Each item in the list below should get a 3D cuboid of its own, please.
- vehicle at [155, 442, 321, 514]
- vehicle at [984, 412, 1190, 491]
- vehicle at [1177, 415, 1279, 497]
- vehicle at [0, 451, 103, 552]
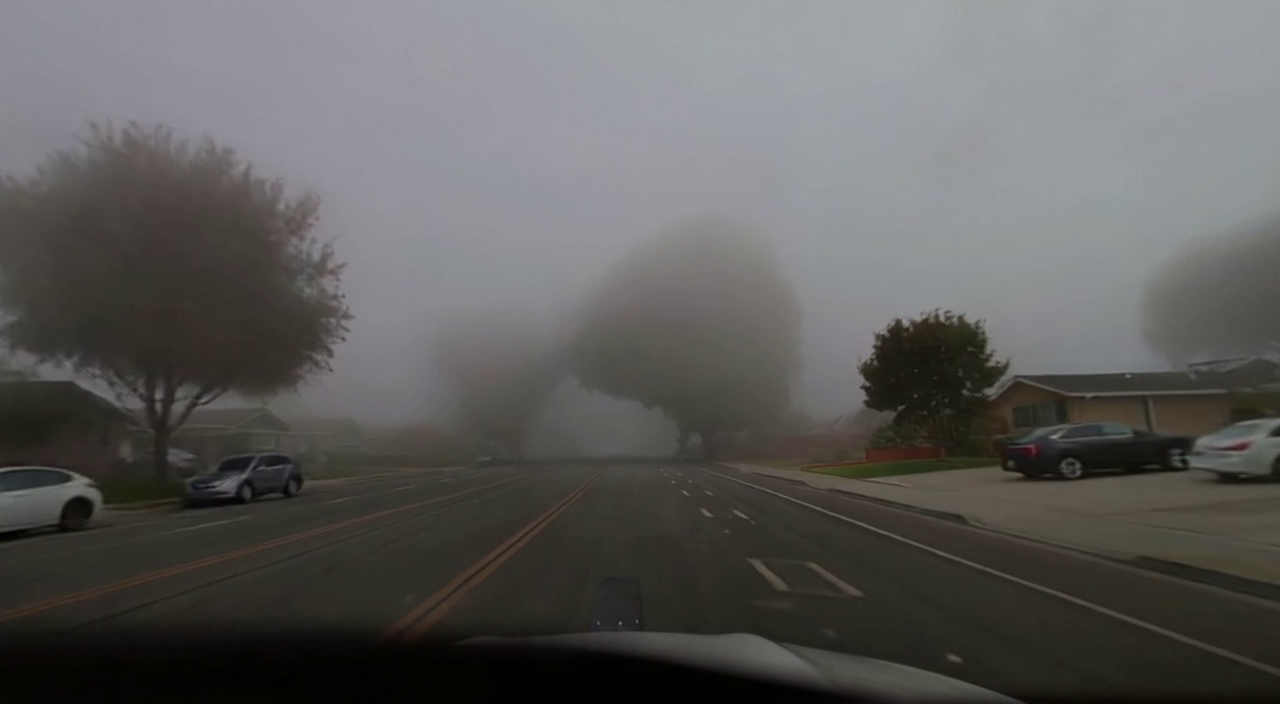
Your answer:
[{"bbox_3d":[-12.167,3.787,19.614,2.105,1.930,4.541,0,-8,0],"label":"vehicle"},{"bbox_3d":[12.295,2.727,17.596,4.194,1.850,1.951,-2,-7,-3],"label":"vehicle"},{"bbox_3d":[15.456,2.332,14.375,4.584,1.715,2.028,0,-8,-1],"label":"vehicle"},{"bbox_3d":[-12.003,2.571,10.375,2.007,1.663,5.077,-2,-7,-1],"label":"vehicle"}]
